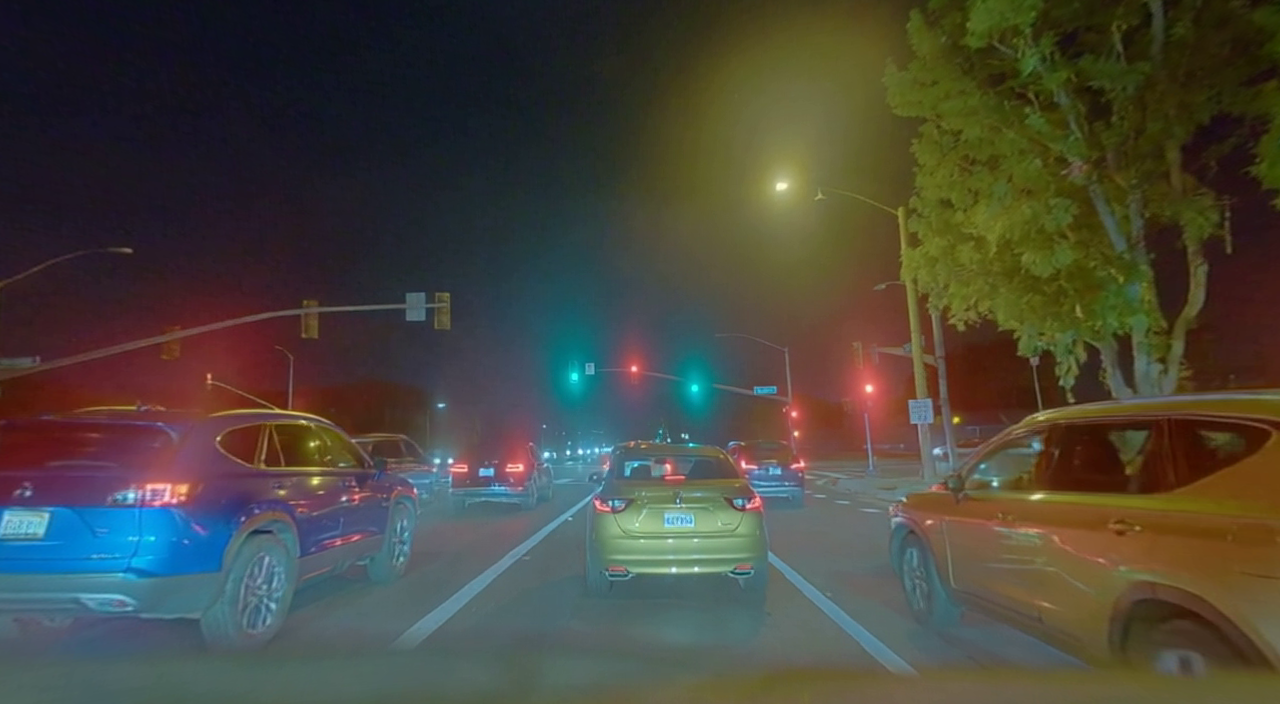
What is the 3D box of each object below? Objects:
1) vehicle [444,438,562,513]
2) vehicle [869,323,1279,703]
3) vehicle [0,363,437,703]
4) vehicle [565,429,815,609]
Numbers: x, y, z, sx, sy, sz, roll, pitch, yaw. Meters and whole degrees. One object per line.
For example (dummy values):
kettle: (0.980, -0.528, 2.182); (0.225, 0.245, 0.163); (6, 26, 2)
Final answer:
vehicle: (-3.077, 2.851, 15.024); (1.868, 1.516, 4.114); (0, -8, 1)
vehicle: (3.072, 1.001, 3.522); (1.880, 1.747, 4.500); (0, -8, 0)
vehicle: (-3.447, 1.252, 5.419); (1.889, 1.767, 4.289); (0, -8, 1)
vehicle: (0.398, 1.673, 7.206); (2.051, 1.460, 3.932); (0, -8, 0)
